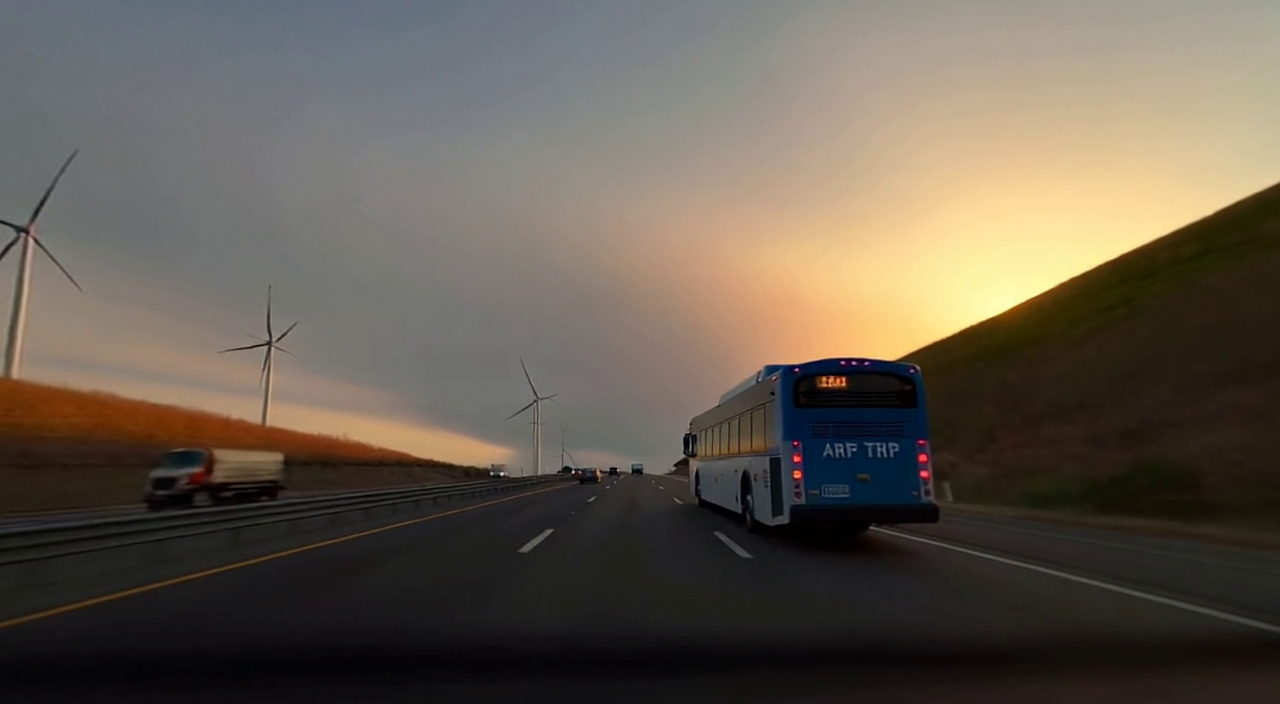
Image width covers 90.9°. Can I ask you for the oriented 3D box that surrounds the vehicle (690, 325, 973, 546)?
[{"bbox_3d":[3.644,2.628,17.460,2.941,3.574,14.463,1,-10,-2],"label":"vehicle"}]

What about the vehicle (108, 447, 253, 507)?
[{"bbox_3d":[-19.027,5.215,26.474,2.342,2.255,4.846,1,-10,0],"label":"vehicle"}]
